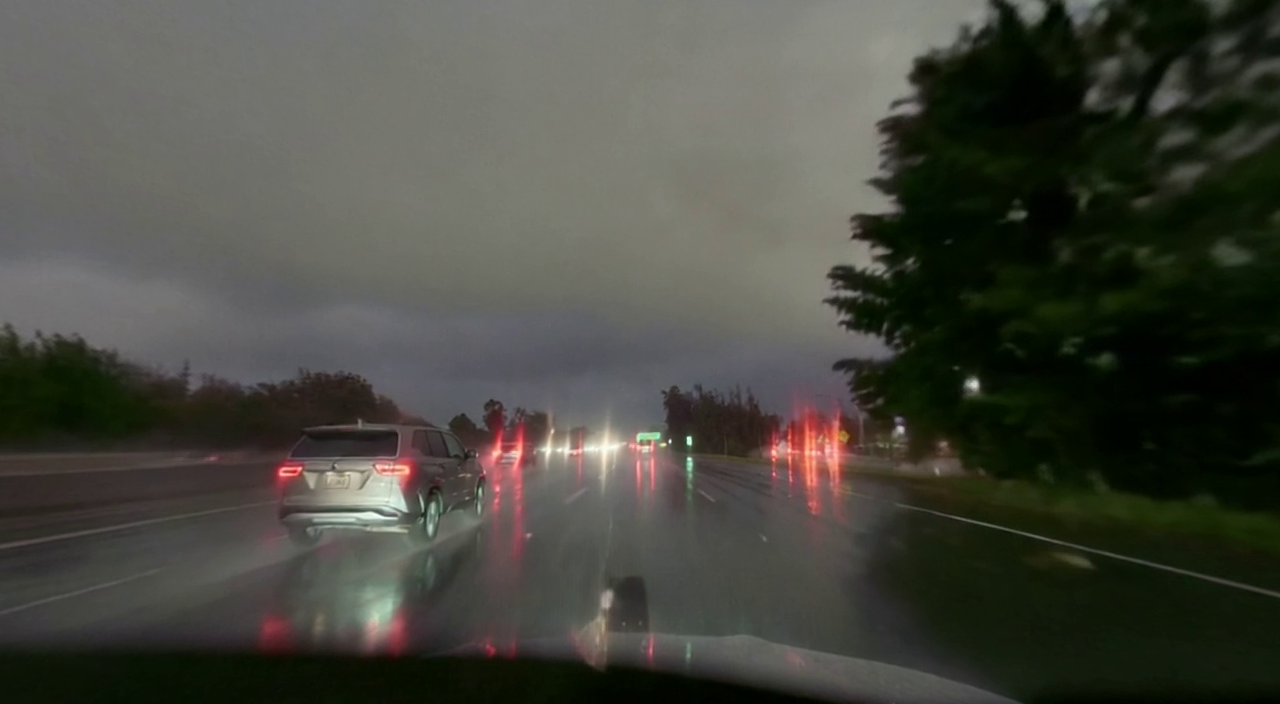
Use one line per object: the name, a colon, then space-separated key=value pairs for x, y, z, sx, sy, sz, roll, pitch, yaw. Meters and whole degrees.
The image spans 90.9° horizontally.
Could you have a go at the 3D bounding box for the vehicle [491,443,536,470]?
vehicle: x=-7.744 y=6.425 z=38.991 sx=1.871 sy=1.542 sz=4.371 roll=0 pitch=-8 yaw=0

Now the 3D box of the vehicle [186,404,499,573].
vehicle: x=-3.653 y=1.772 z=8.949 sx=2.214 sy=1.759 sz=4.435 roll=-1 pitch=-8 yaw=1
